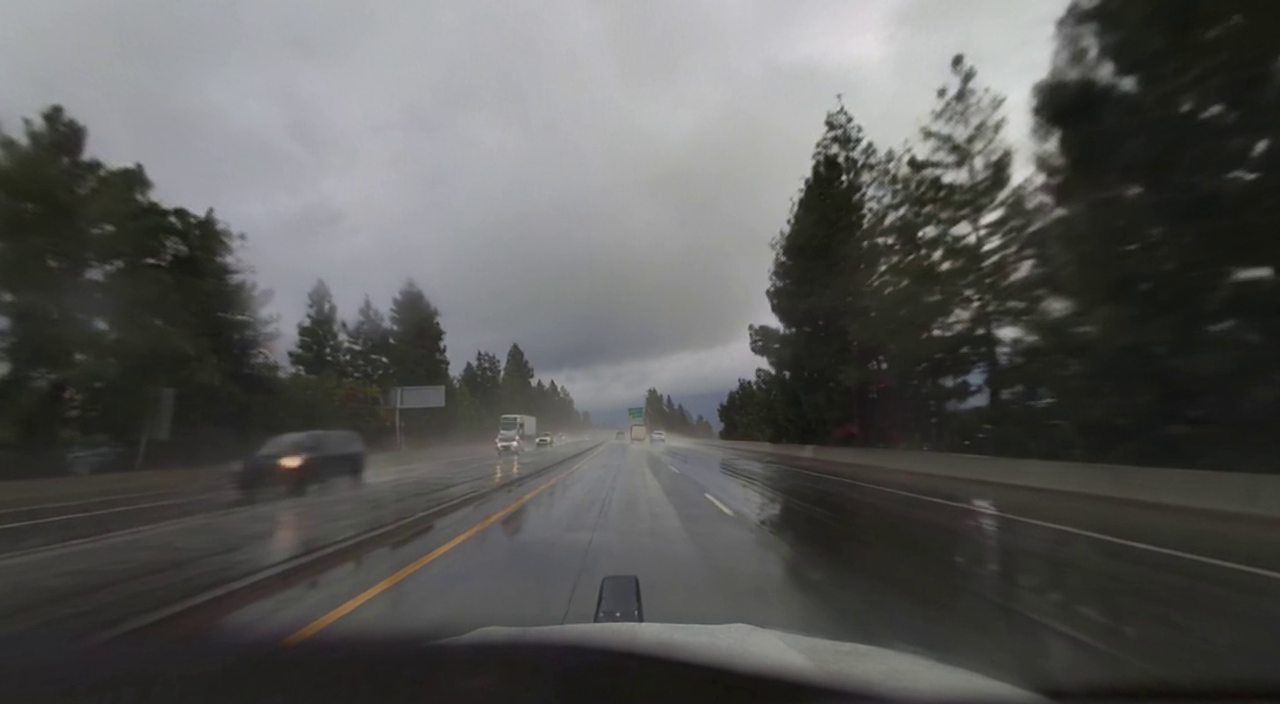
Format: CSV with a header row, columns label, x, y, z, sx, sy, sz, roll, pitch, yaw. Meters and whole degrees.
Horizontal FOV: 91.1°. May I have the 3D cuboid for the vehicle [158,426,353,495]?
label,x,y,z,sx,sy,sz,roll,pitch,yaw
vehicle,-10.208,2.895,17.275,2.498,1.625,4.617,0,-8,-1
